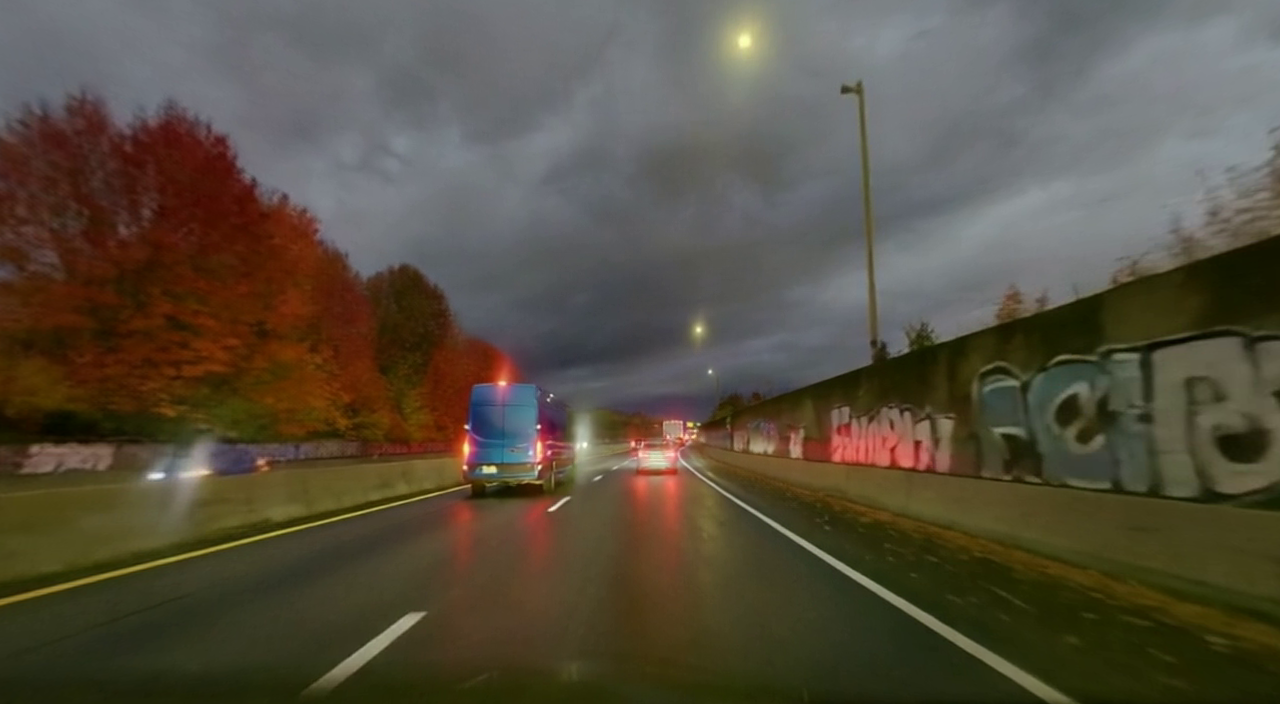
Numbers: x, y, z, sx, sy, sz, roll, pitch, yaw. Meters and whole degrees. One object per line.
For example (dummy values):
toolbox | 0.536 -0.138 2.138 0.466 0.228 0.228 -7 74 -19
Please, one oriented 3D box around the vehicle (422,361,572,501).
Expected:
vehicle | -3.094 1.914 15.074 2.334 2.769 5.087 0 -8 0

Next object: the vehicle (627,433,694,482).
vehicle | 0.680 3.585 21.697 2.071 1.487 3.948 0 -8 1
